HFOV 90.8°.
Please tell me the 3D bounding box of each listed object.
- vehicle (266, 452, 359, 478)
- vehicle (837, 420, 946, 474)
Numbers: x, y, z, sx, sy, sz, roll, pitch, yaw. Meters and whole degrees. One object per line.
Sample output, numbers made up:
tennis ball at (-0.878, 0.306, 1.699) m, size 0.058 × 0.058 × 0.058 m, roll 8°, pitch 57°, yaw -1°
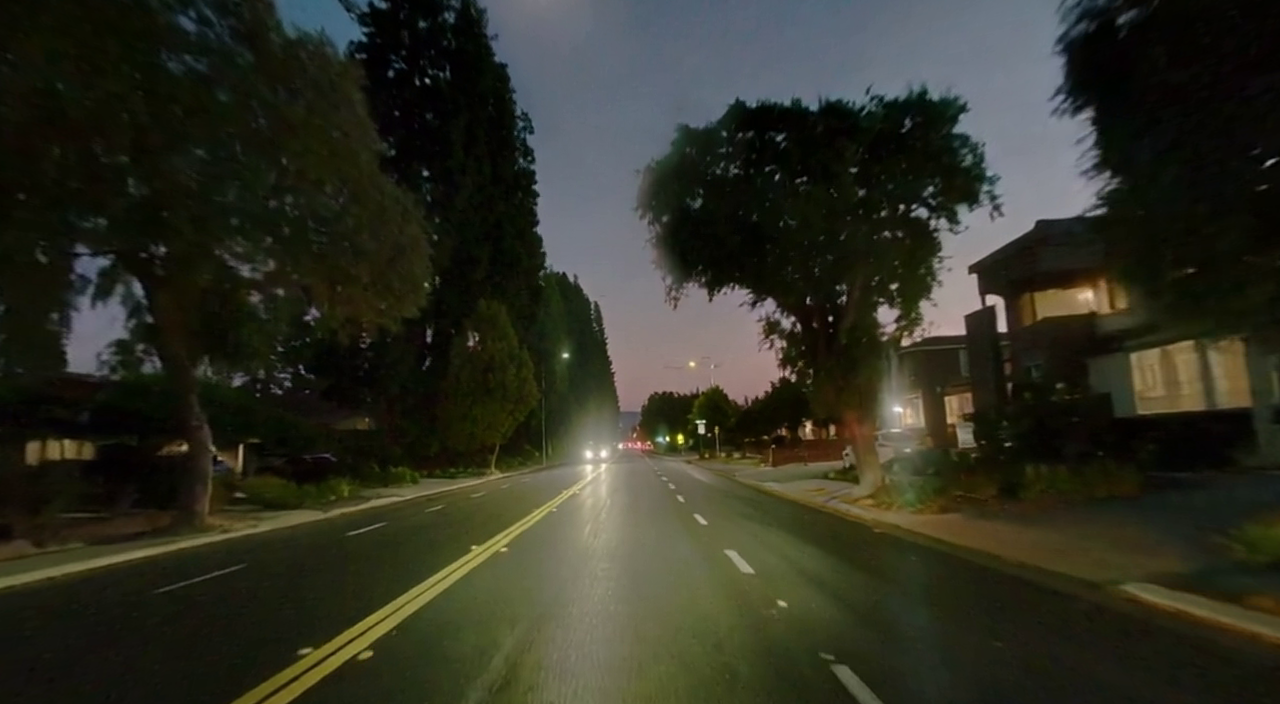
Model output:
vehicle at (-19.560, 6.768, 37.912) m, size 4.459 × 1.432 × 1.979 m, roll 0°, pitch -9°, yaw -1°
vehicle at (10.690, 4.124, 27.474) m, size 2.305 × 2.042 × 5.711 m, roll 0°, pitch -9°, yaw 0°
